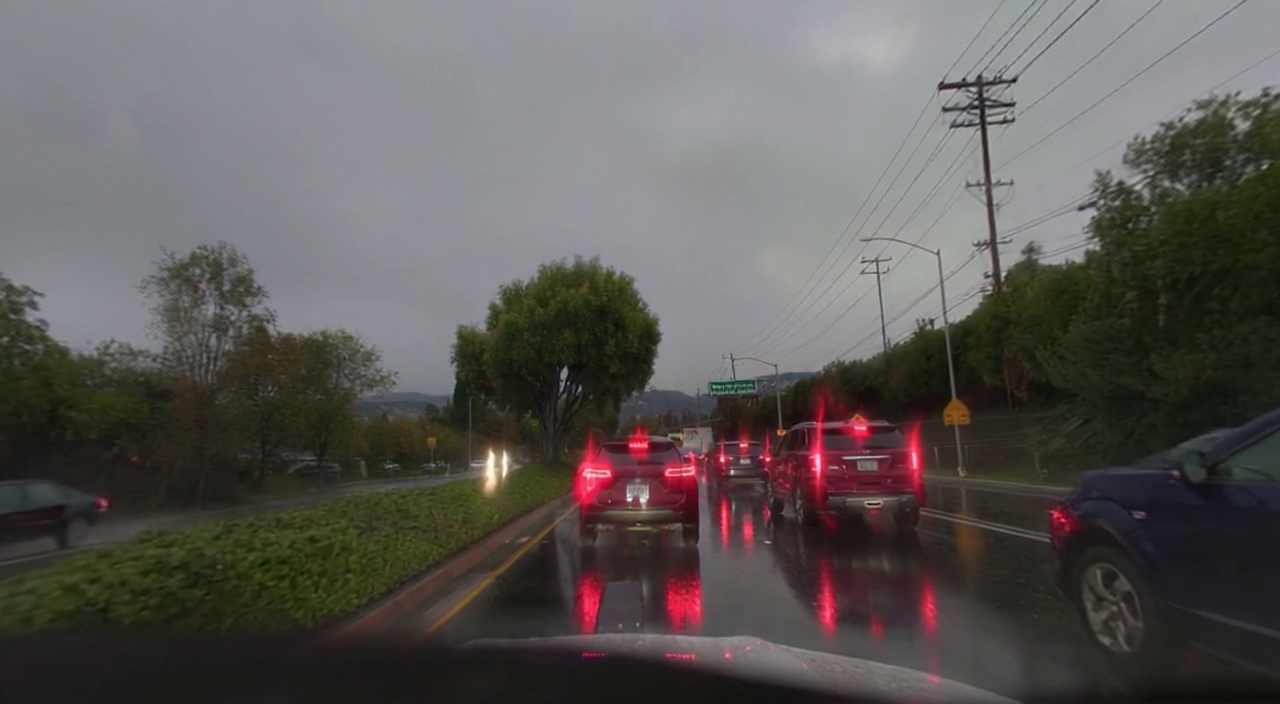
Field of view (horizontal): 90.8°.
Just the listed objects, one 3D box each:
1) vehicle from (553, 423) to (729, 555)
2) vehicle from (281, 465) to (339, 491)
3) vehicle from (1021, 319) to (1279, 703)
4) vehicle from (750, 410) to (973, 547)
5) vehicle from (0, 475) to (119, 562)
[{"bbox_3d":[-0.015,2.044,10.129,2.199,1.641,4.232,0,-8,-1],"label":"vehicle"},{"bbox_3d":[-22.668,8.642,43.500,1.847,1.554,3.926,0,-8,0],"label":"vehicle"},{"bbox_3d":[3.525,0.654,1.960,2.001,1.707,4.250,0,-8,0],"label":"vehicle"},{"bbox_3d":[3.378,2.034,10.843,2.097,1.818,4.625,0,-8,0],"label":"vehicle"},{"bbox_3d":[-12.923,3.210,12.043,1.960,1.491,4.700,0,-8,0],"label":"vehicle"}]
